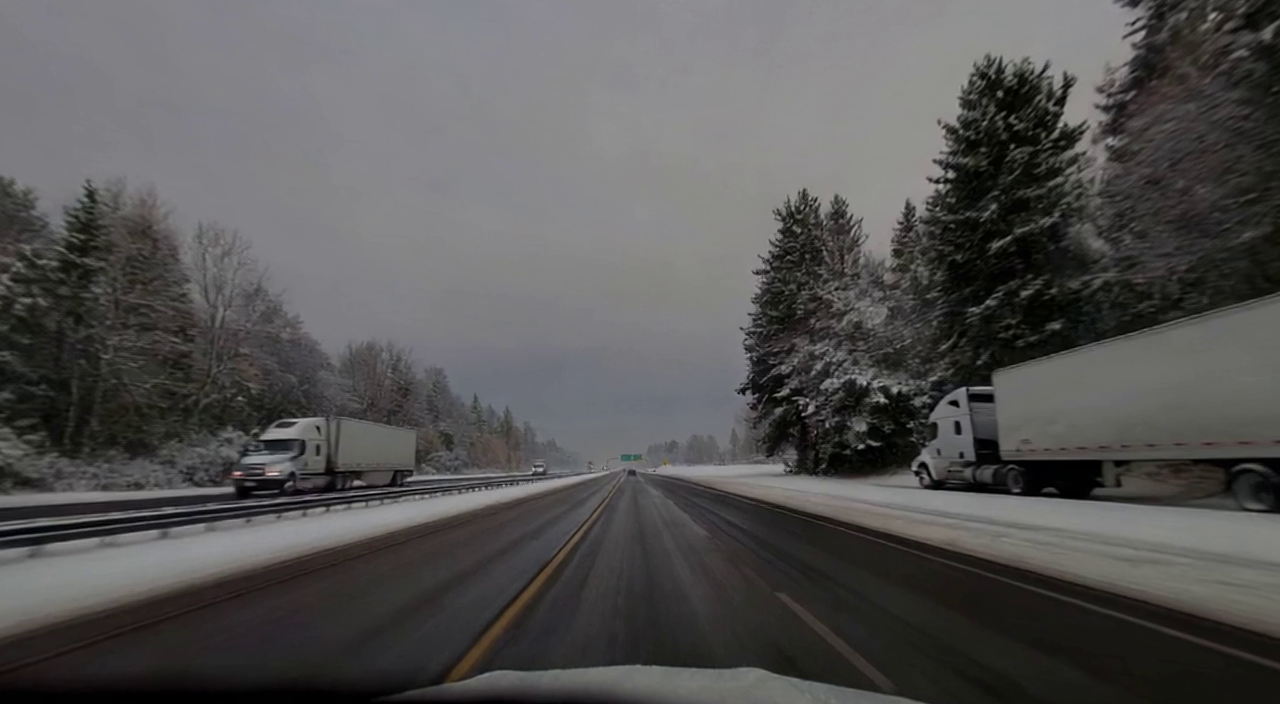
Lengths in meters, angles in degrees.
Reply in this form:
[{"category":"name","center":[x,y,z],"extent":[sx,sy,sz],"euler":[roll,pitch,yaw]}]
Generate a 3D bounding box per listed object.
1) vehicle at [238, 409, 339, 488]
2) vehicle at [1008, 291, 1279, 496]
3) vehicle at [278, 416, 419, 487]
[{"category":"vehicle","center":[-18.231,5.052,32.921],"extent":[3.106,3.854,3.189],"euler":[1,-10,-1]},{"category":"vehicle","center":[14.391,1.289,15.073],"extent":[2.826,4.078,14.044],"euler":[1,-11,1]},{"category":"vehicle","center":[-18.292,6.672,41.202],"extent":[2.803,3.838,13.453],"euler":[1,-11,0]}]
